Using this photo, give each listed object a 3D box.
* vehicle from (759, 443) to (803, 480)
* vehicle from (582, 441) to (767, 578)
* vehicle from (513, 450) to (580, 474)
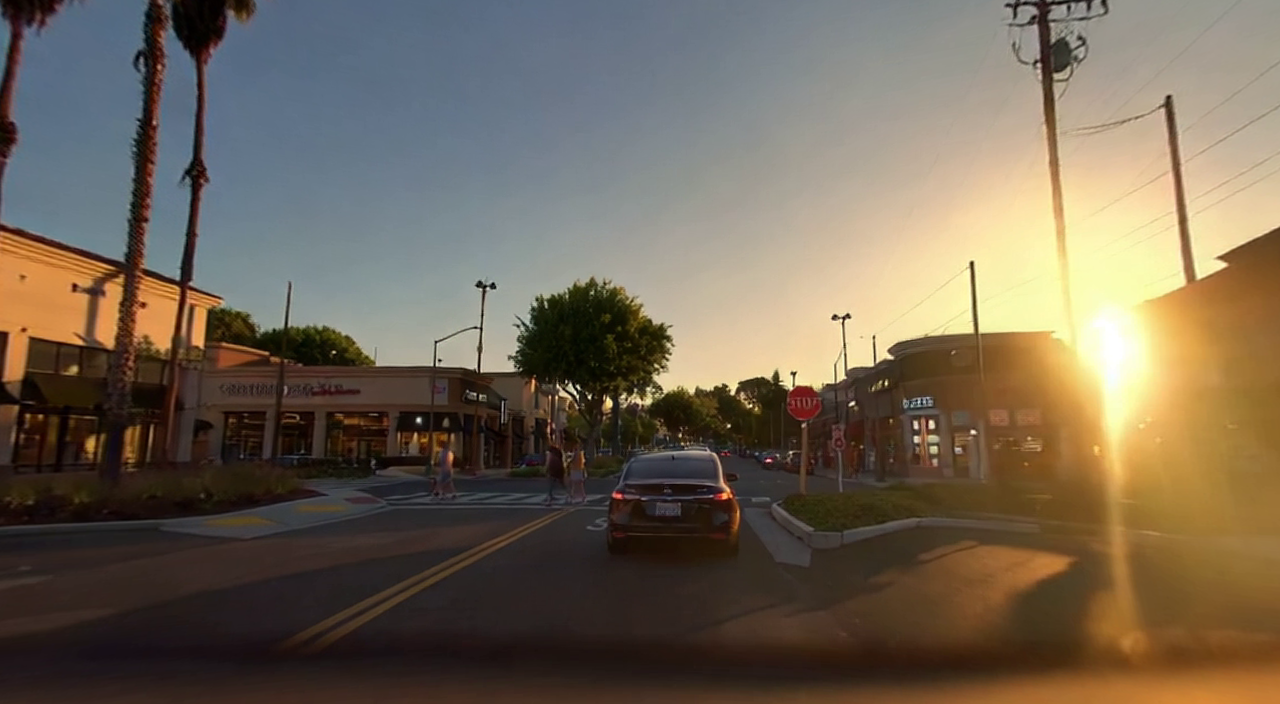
[{"bbox_3d":[9.410,7.257,42.174,2.467,2.369,1.577,6,-10,-35],"label":"vehicle"},{"bbox_3d":[0.539,2.045,9.026,2.031,1.479,3.969,-1,-9,5],"label":"vehicle"},{"bbox_3d":[-6.909,8.103,46.854,4.529,1.682,1.895,7,-11,-36],"label":"vehicle"}]
